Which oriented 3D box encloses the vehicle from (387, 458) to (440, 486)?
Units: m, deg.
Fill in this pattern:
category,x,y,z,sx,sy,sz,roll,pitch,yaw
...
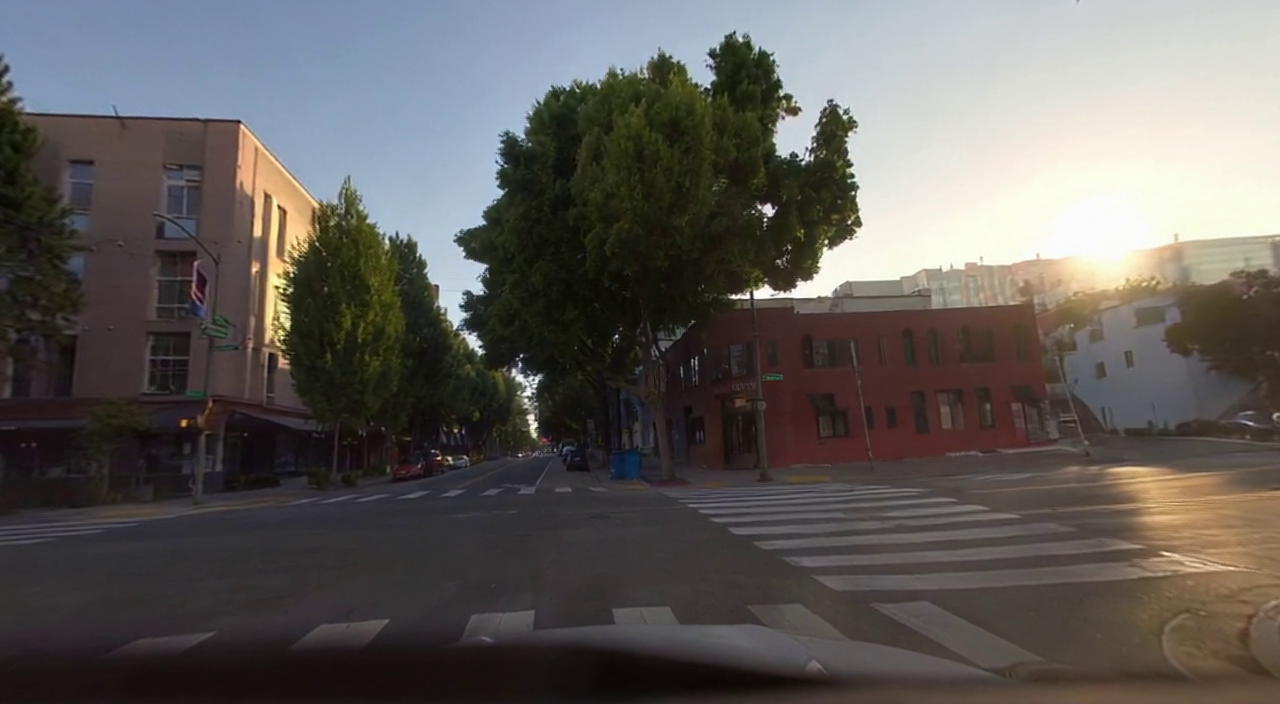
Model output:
category,x,y,z,sx,sy,sz,roll,pitch,yaw
vehicle,-13.404,7.089,37.523,2.033,1.491,4.298,1,-9,-7
